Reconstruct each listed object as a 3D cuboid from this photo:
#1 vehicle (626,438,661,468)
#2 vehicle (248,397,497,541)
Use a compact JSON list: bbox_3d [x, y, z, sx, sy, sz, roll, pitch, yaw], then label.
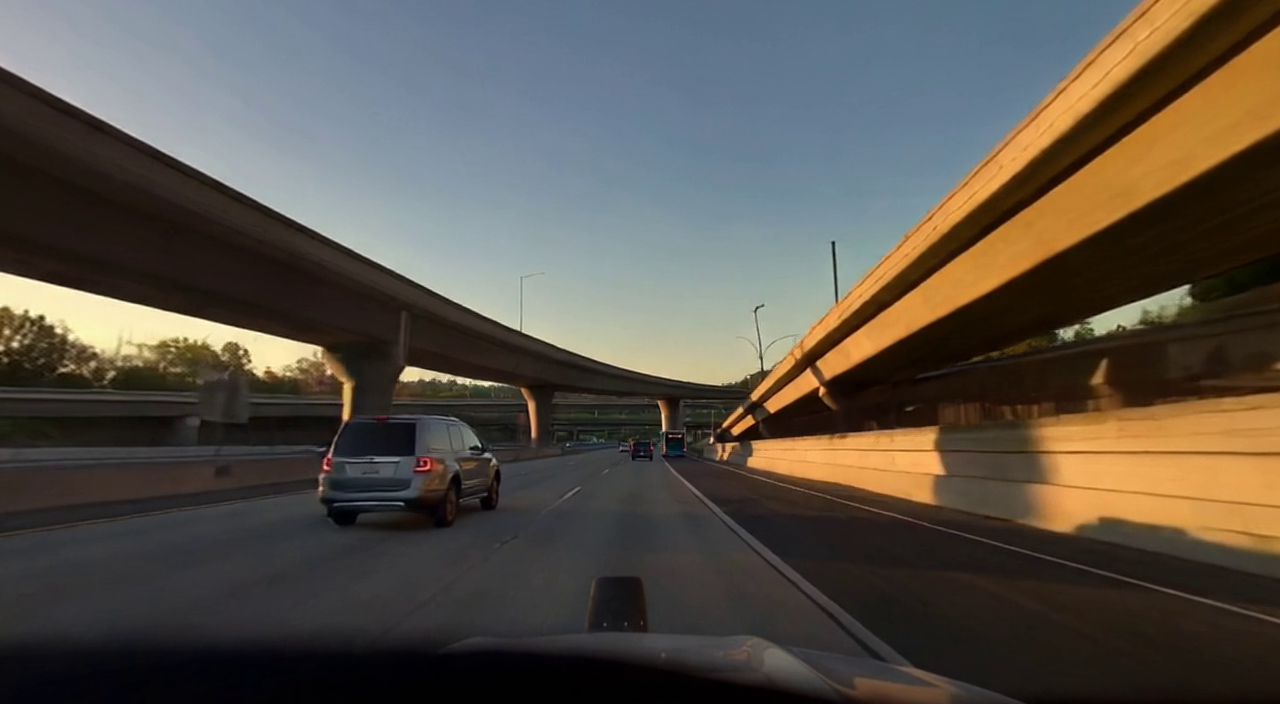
[{"bbox_3d":[0.210,6.291,39.362,2.052,1.711,4.223,0,-8,0],"label":"vehicle"},{"bbox_3d":[-4.163,1.928,10.968,2.147,1.918,4.834,0,-8,0],"label":"vehicle"}]
